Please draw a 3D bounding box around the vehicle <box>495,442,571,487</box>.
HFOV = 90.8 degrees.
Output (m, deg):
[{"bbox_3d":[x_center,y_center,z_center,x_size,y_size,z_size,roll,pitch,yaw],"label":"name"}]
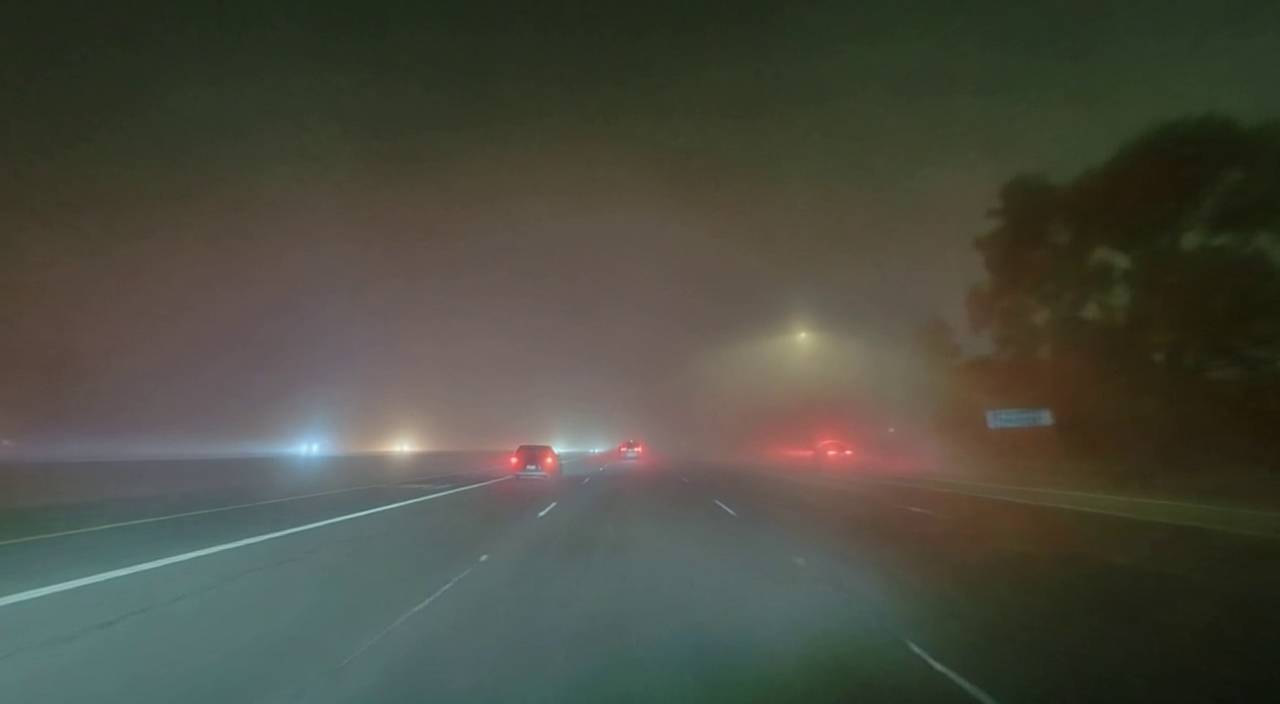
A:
[{"bbox_3d":[-4.105,4.383,25.071,2.140,1.574,4.946,0,-8,0],"label":"vehicle"}]
